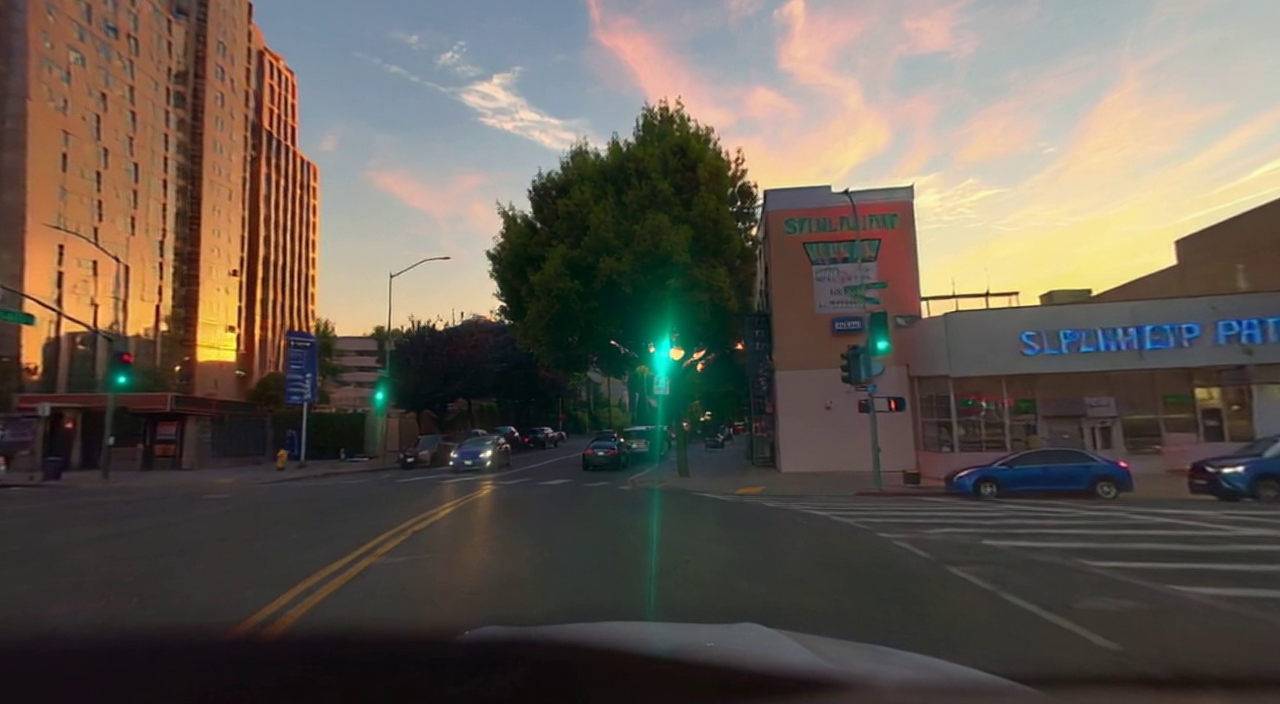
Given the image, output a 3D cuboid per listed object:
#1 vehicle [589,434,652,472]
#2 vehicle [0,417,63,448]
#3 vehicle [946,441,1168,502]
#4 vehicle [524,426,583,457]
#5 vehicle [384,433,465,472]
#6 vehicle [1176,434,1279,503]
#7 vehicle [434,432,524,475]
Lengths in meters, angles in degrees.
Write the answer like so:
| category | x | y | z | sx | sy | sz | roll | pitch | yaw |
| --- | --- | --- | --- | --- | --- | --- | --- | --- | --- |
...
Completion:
| category | x | y | z | sx | sy | sz | roll | pitch | yaw |
| --- | --- | --- | --- | --- | --- | --- | --- | --- | --- |
| vehicle | -0.764 | 4.399 | 27.750 | 1.892 | 1.481 | 4.365 | -1 | -8 | 10 |
| vehicle | -33.548 | 4.300 | 33.522 | 1.699 | 1.539 | 4.060 | -1 | -8 | 7 |
| vehicle | 10.739 | 3.082 | 16.588 | 4.426 | 1.446 | 1.795 | -1 | -8 | 8 |
| vehicle | -5.093 | 5.378 | 37.963 | 2.181 | 1.723 | 4.692 | -1 | -8 | 9 |
| vehicle | -10.396 | 4.842 | 30.841 | 1.933 | 1.461 | 4.393 | -5 | -6 | 8 |
| vehicle | 17.040 | 2.840 | 15.579 | 5.420 | 1.609 | 2.063 | -1 | -8 | 8 |
| vehicle | -6.080 | 3.885 | 24.457 | 2.119 | 1.485 | 4.472 | 0 | -8 | 3 |
